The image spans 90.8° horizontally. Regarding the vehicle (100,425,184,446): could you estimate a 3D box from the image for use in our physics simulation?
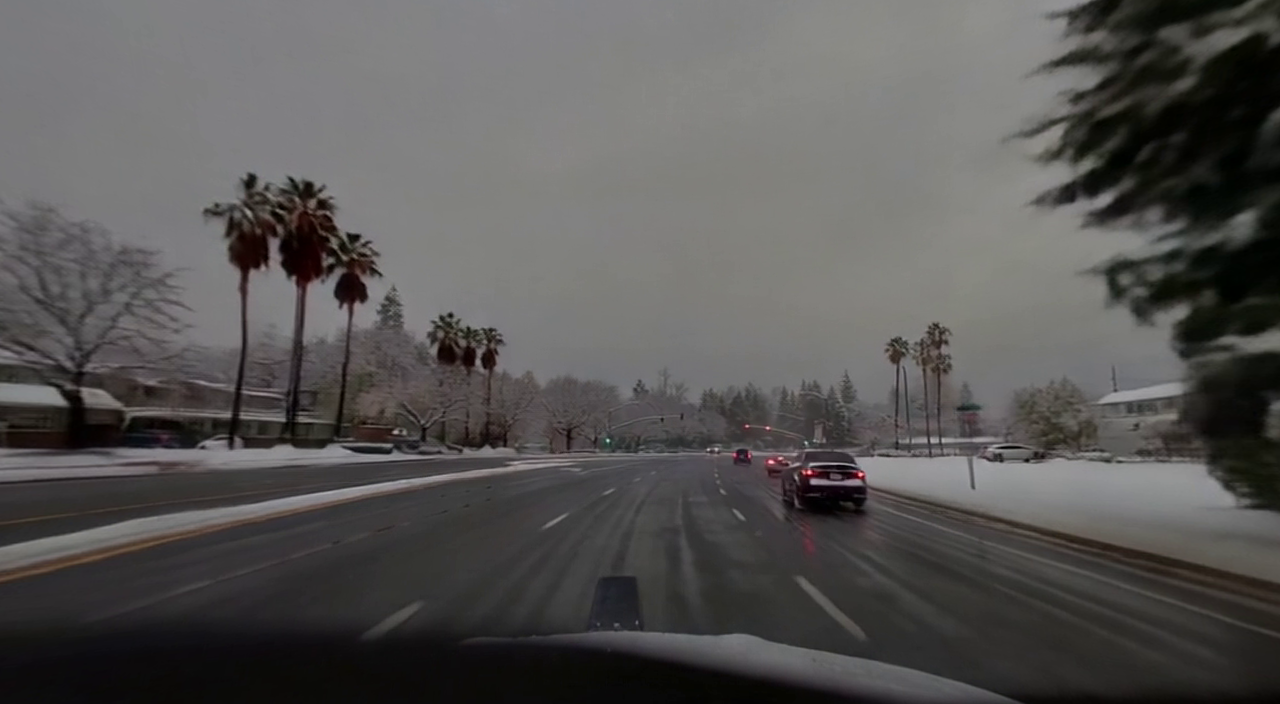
[{"bbox_3d":[-38.167,6.396,48.479,1.793,1.450,4.673,-9,-11,38],"label":"vehicle"}]

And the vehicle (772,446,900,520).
[{"bbox_3d":[4.435,2.993,14.957,1.993,1.483,3.821,0,-9,3],"label":"vehicle"}]
